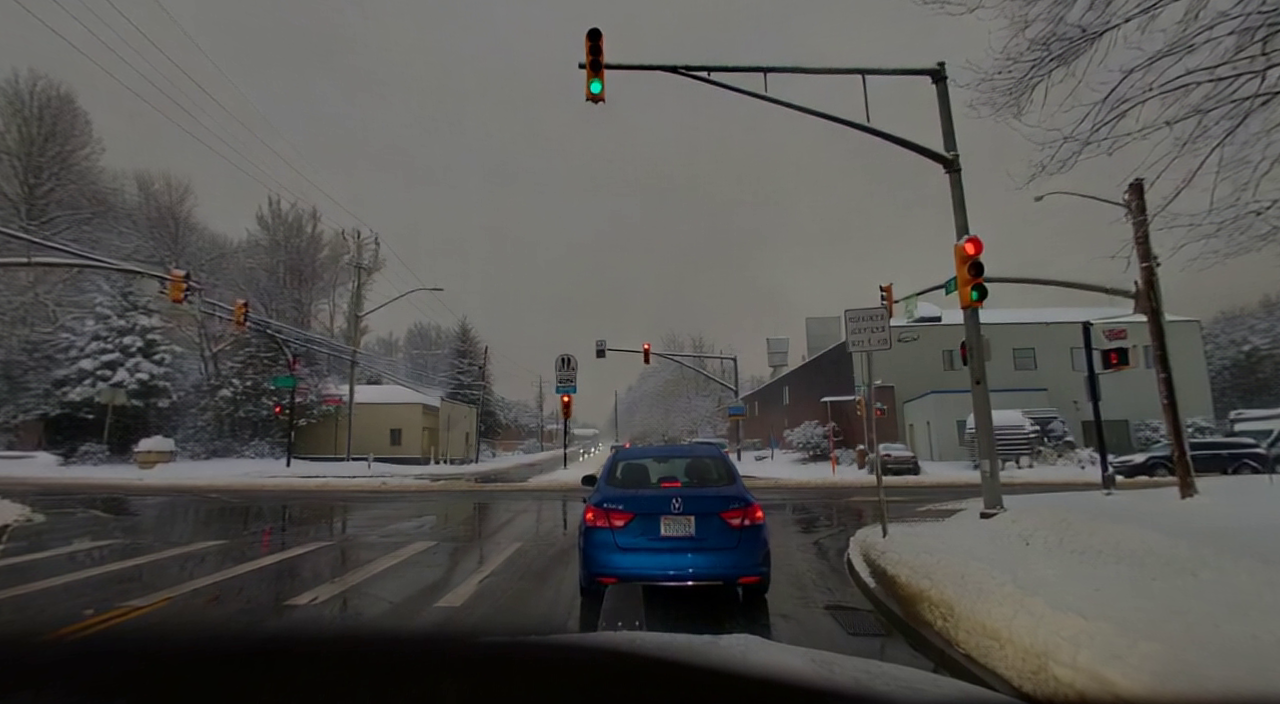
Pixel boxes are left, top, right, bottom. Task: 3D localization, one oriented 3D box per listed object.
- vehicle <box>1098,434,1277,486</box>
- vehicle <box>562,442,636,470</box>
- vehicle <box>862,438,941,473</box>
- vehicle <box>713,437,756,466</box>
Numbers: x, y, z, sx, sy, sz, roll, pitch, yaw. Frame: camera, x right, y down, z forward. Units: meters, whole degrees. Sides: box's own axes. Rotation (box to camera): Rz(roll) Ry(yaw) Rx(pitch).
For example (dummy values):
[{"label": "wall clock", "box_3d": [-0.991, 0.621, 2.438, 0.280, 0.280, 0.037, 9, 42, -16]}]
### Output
[{"label": "vehicle", "box_3d": [16.801, 3.320, 19.492, 3.876, 1.512, 1.784, 0, -8, -1]}, {"label": "vehicle", "box_3d": [-2.458, 6.163, 37.532, 3.991, 1.526, 1.868, -5, -9, 31]}, {"label": "vehicle", "box_3d": [12.411, 5.033, 30.213, 1.922, 1.529, 3.964, 0, -11, -2]}, {"label": "vehicle", "box_3d": [6.882, 7.235, 46.109, 1.491, 2.041, 2.964, 6, -10, -36]}]
